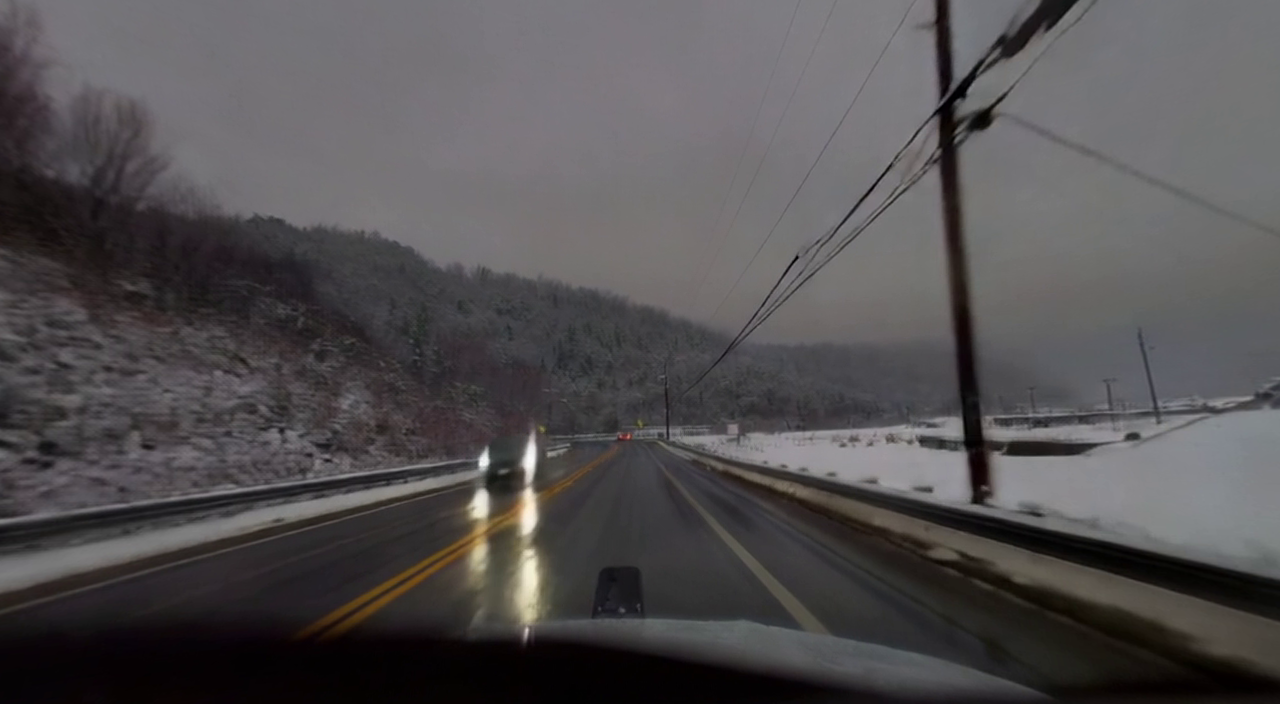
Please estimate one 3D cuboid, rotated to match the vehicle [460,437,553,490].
[{"bbox_3d":[-4.173,3.561,20.498,2.047,1.486,4.405,0,-9,0],"label":"vehicle"}]
